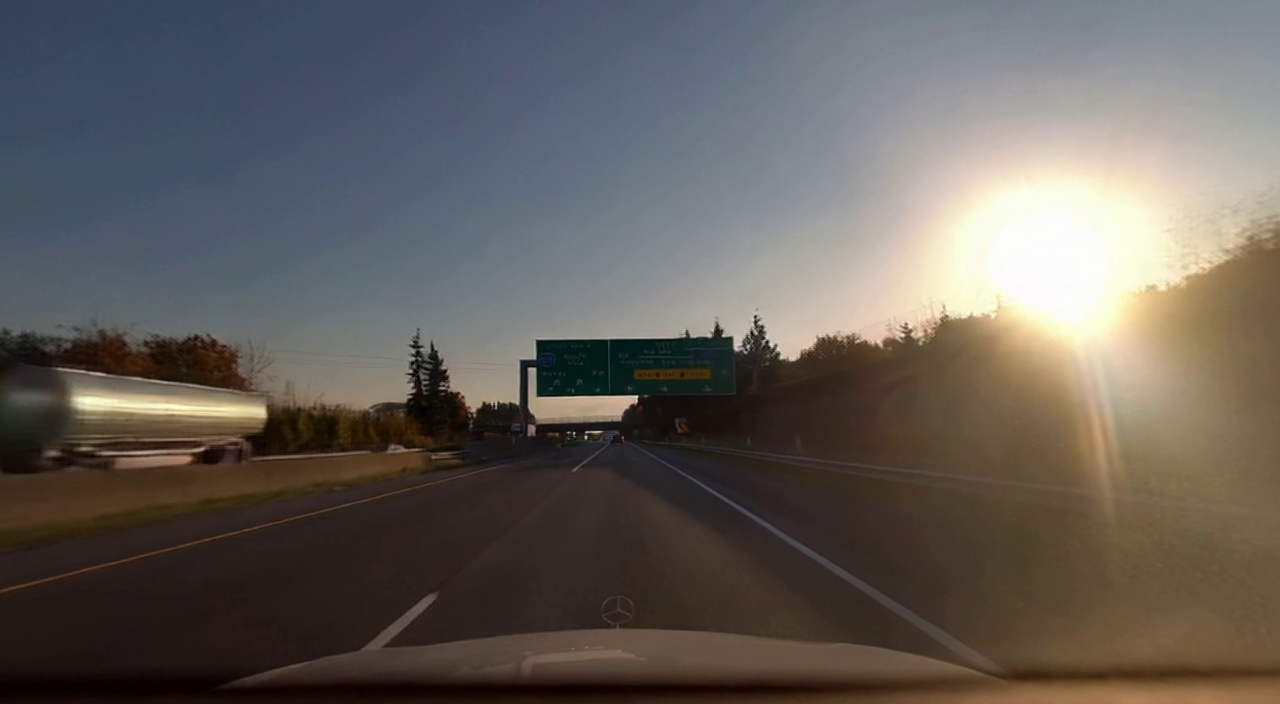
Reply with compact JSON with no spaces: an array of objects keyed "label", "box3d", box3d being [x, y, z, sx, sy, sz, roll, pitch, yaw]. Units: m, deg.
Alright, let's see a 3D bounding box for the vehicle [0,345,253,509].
[{"label":"vehicle","box3d":[-17.445,2.350,19.133,2.859,4.050,14.064,0,-8,-2]}]
